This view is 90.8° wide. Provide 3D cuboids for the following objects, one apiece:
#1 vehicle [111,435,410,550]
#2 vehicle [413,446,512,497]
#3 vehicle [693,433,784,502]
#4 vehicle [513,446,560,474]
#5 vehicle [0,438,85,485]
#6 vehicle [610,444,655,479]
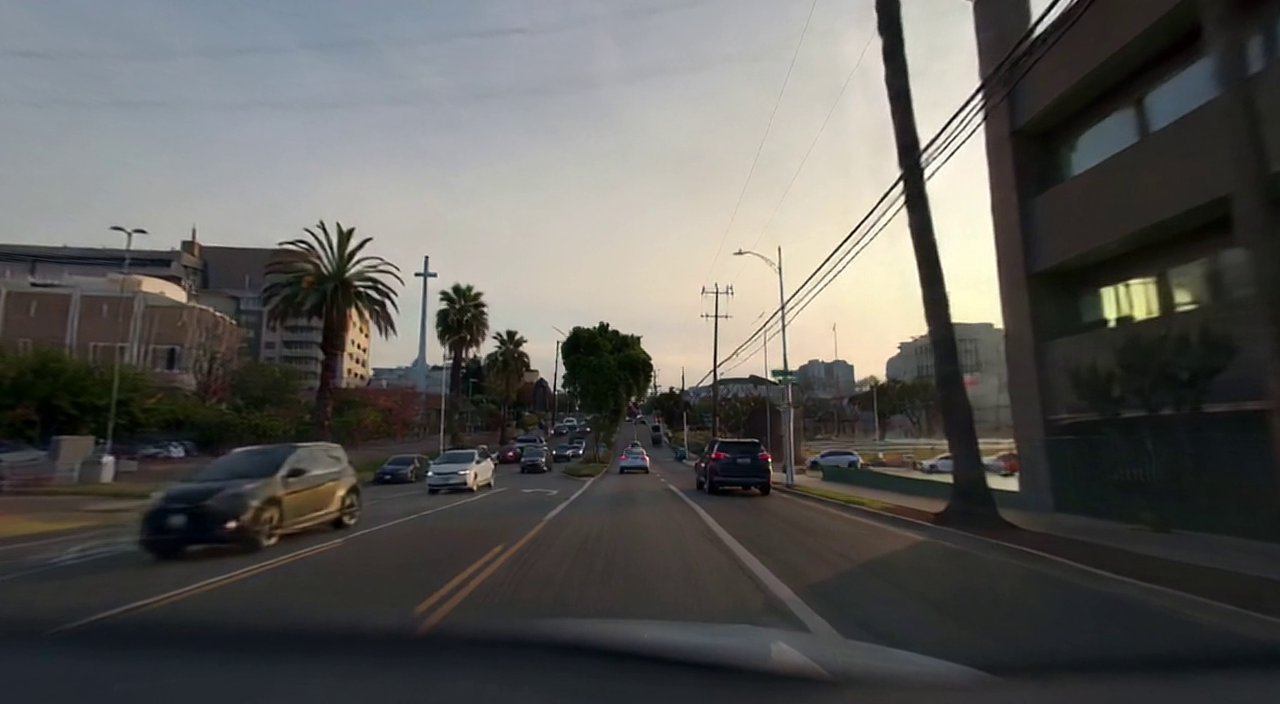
[{"bbox_3d":[-5.763,2.161,10.539,2.083,1.451,4.707,0,-8,0],"label":"vehicle"},{"bbox_3d":[-6.042,4.108,22.173,2.135,1.542,4.575,0,-8,0],"label":"vehicle"},{"bbox_3d":[2.847,3.459,19.387,1.995,1.858,4.333,0,-8,-1],"label":"vehicle"},{"bbox_3d":[-6.111,6.430,37.966,2.074,1.541,4.395,0,-8,0],"label":"vehicle"},{"bbox_3d":[-26.231,4.582,26.706,1.889,1.778,4.543,1,-8,-9],"label":"vehicle"},{"bbox_3d":[-0.359,5.663,32.899,2.196,1.655,3.939,0,-8,0],"label":"vehicle"}]
